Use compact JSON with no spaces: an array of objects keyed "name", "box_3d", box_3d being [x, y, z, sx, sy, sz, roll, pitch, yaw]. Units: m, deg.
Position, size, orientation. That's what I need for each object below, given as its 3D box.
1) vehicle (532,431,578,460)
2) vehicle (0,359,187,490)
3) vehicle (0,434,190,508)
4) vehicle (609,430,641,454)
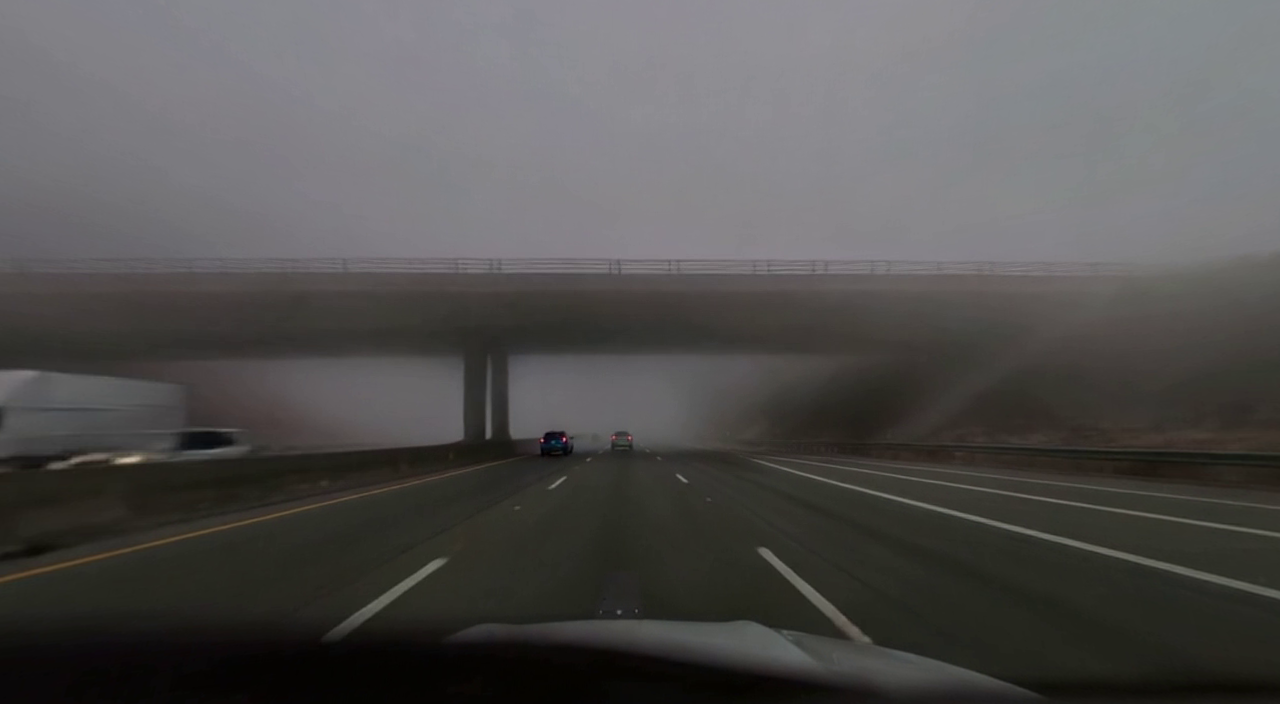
[{"name":"vehicle","box_3d":[-4.792,5.342,36.209,2.017,1.537,4.496,0,-8,0]},{"name":"vehicle","box_3d":[-20.496,2.531,21.447,2.968,3.835,9.465,0,-8,0]},{"name":"vehicle","box_3d":[-12.843,2.656,14.612,1.875,1.479,3.819,0,-8,0]},{"name":"vehicle","box_3d":[-1.018,6.302,44.170,2.116,1.625,4.004,0,-8,0]}]
